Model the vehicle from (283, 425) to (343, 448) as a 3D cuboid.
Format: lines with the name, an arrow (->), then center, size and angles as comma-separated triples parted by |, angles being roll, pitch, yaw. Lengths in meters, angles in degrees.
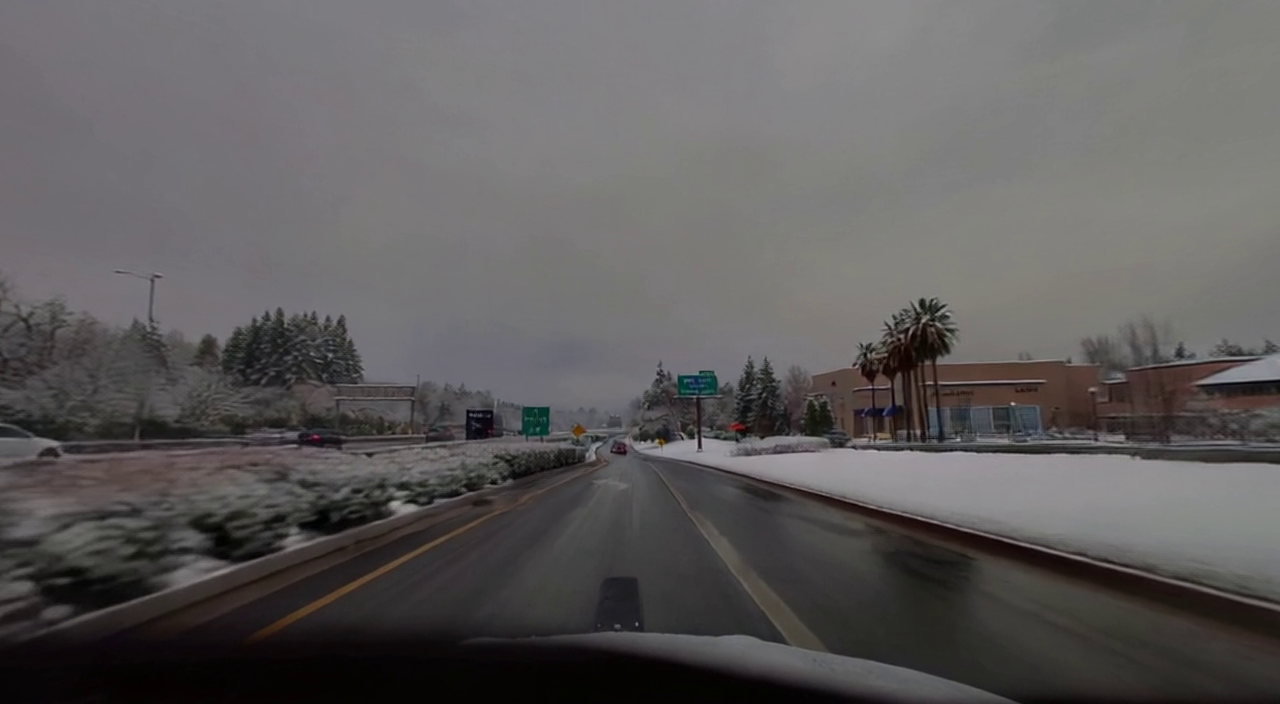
vehicle -> -22.700, 5.882, 44.015 | 1.933, 1.496, 4.516 | 0, -8, -2
